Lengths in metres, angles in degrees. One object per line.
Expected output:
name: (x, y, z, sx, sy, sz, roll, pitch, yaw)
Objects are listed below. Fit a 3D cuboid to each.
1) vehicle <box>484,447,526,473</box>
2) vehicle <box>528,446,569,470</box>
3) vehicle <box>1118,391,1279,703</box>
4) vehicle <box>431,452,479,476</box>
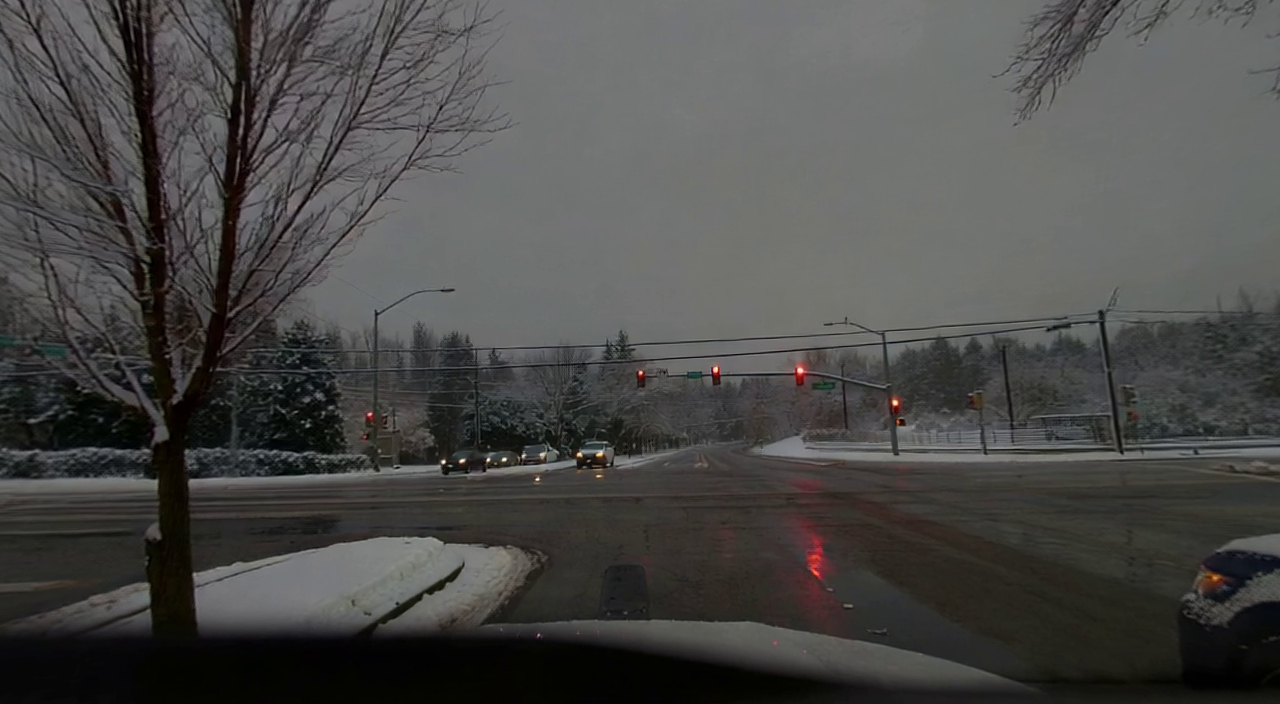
vehicle: (-9.777, 7.842, 45.963, 2.064, 1.725, 4.243, 0, -9, 1)
vehicle: (-6.552, 7.603, 45.491, 2.126, 1.657, 4.307, -1, -9, 3)
vehicle: (3.060, 0.616, 0.416, 1.978, 1.468, 4.544, 0, -9, 1)
vehicle: (-13.405, 8.120, 45.984, 2.101, 1.637, 4.304, 0, -9, 2)
